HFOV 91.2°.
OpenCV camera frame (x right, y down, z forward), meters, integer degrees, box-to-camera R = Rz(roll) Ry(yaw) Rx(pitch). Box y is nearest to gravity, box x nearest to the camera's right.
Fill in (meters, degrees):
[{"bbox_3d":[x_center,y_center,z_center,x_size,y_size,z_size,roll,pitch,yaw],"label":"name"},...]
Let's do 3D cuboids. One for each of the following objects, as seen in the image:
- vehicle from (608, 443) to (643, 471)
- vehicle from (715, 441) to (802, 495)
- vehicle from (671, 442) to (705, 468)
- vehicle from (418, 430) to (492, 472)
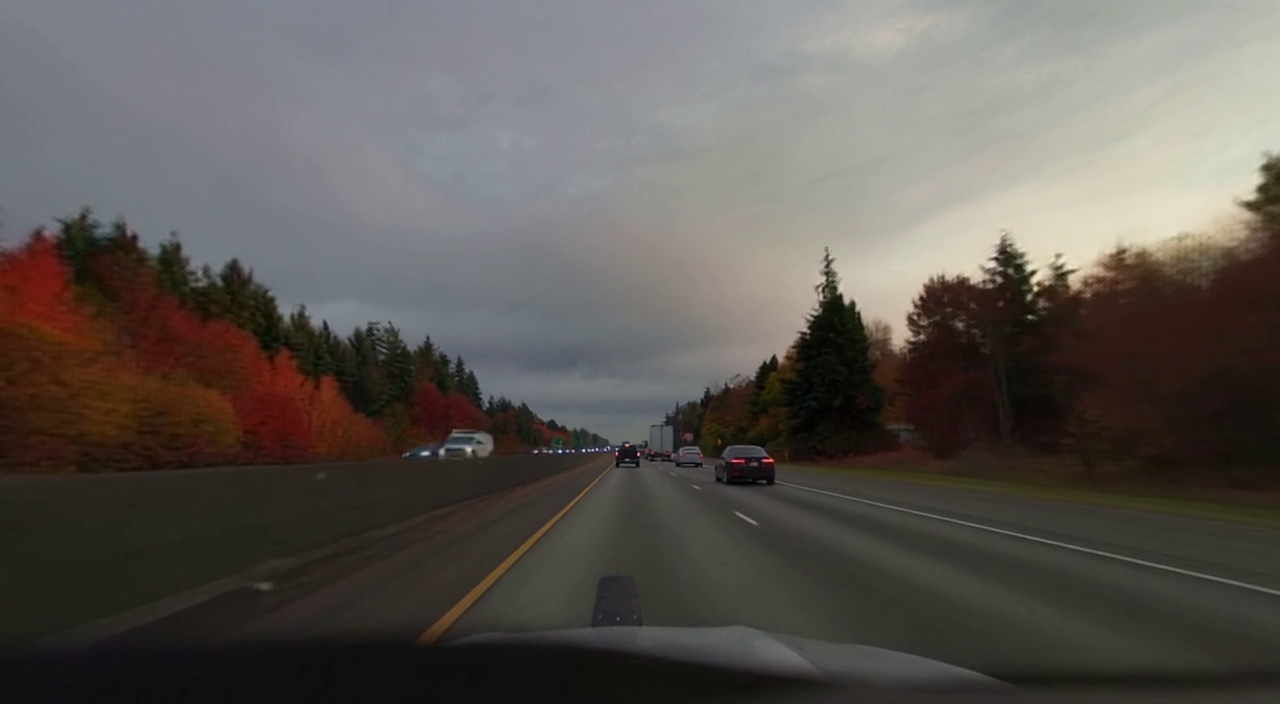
[{"bbox_3d":[-0.921,6.799,40.829,2.151,1.693,4.201,0,-9,-1],"label":"vehicle"},{"bbox_3d":[3.680,3.677,20.214,1.968,1.513,3.911,0,-9,-1],"label":"vehicle"},{"bbox_3d":[3.386,7.313,44.712,1.982,1.745,4.151,0,-9,-2],"label":"vehicle"},{"bbox_3d":[-9.254,5.020,31.910,2.244,1.935,5.210,0,-9,-1],"label":"vehicle"}]
